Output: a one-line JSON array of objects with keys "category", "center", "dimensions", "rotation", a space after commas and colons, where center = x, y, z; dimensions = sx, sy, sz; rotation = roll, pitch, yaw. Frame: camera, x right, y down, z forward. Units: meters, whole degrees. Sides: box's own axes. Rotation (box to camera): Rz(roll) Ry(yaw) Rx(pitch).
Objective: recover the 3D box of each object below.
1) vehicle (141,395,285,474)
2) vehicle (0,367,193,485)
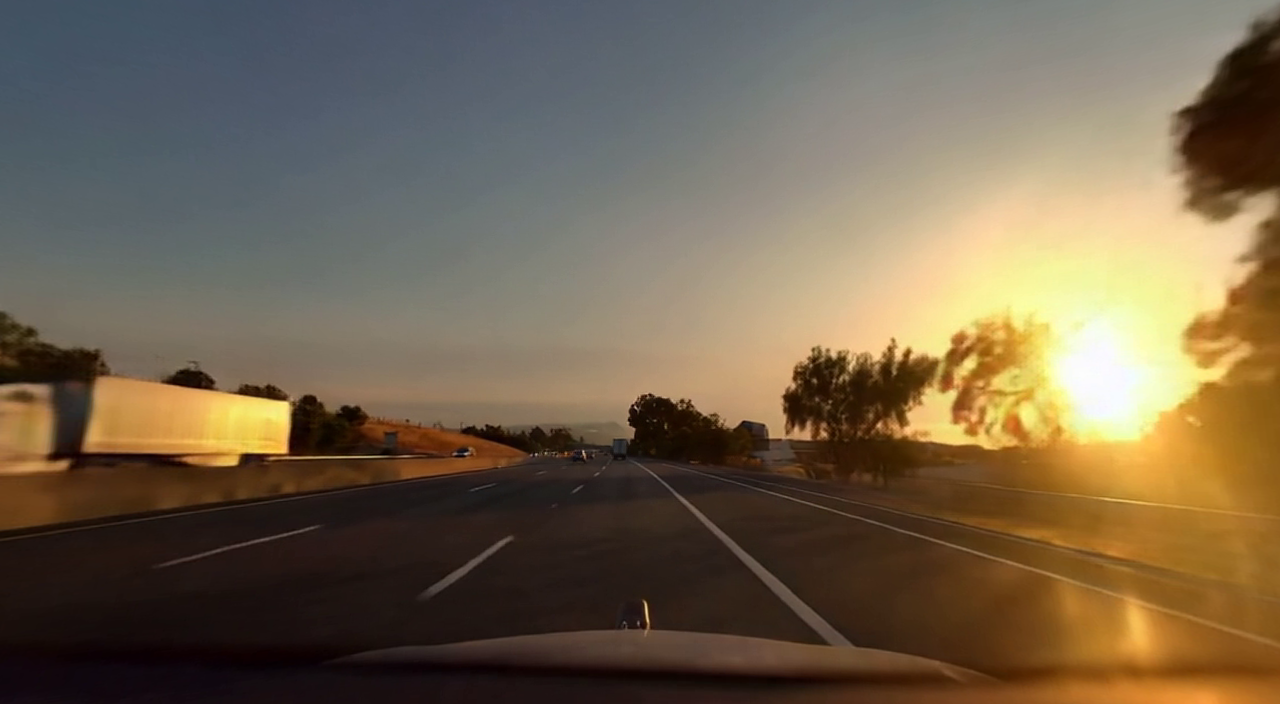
[{"category": "vehicle", "center": [-23.984, 4.807, 36.126], "dimensions": [2.878, 4.017, 7.641], "rotation": [0, -9, -2]}, {"category": "vehicle", "center": [-23.647, 3.219, 26.064], "dimensions": [2.962, 4.021, 10.168], "rotation": [0, -9, -1]}]
